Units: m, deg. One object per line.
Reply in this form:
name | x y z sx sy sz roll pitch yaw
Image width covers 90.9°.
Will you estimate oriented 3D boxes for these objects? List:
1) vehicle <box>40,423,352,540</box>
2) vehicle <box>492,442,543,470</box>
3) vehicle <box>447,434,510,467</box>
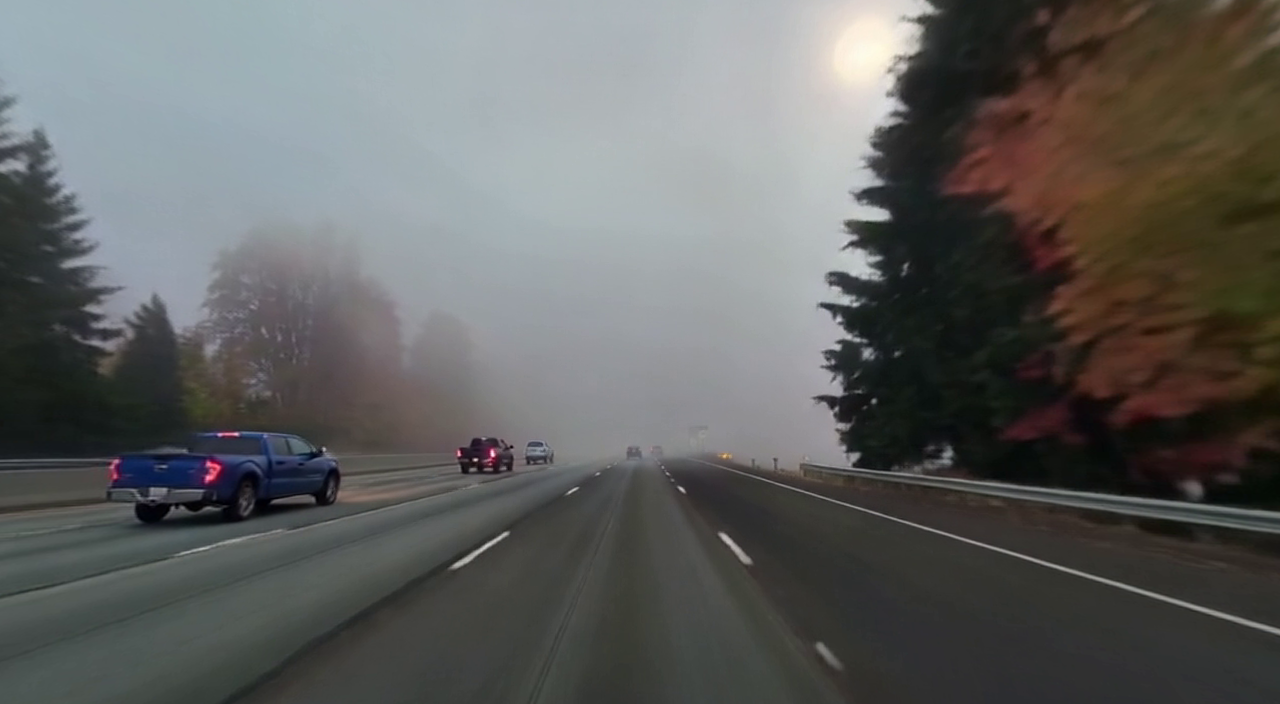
vehicle | -7.147 2.113 10.994 1.965 1.567 4.686 0 -8 1
vehicle | -6.792 5.810 35.444 1.919 1.499 4.234 0 -8 1
vehicle | -10.318 6.339 40.732 2.347 1.984 5.778 0 -8 2
